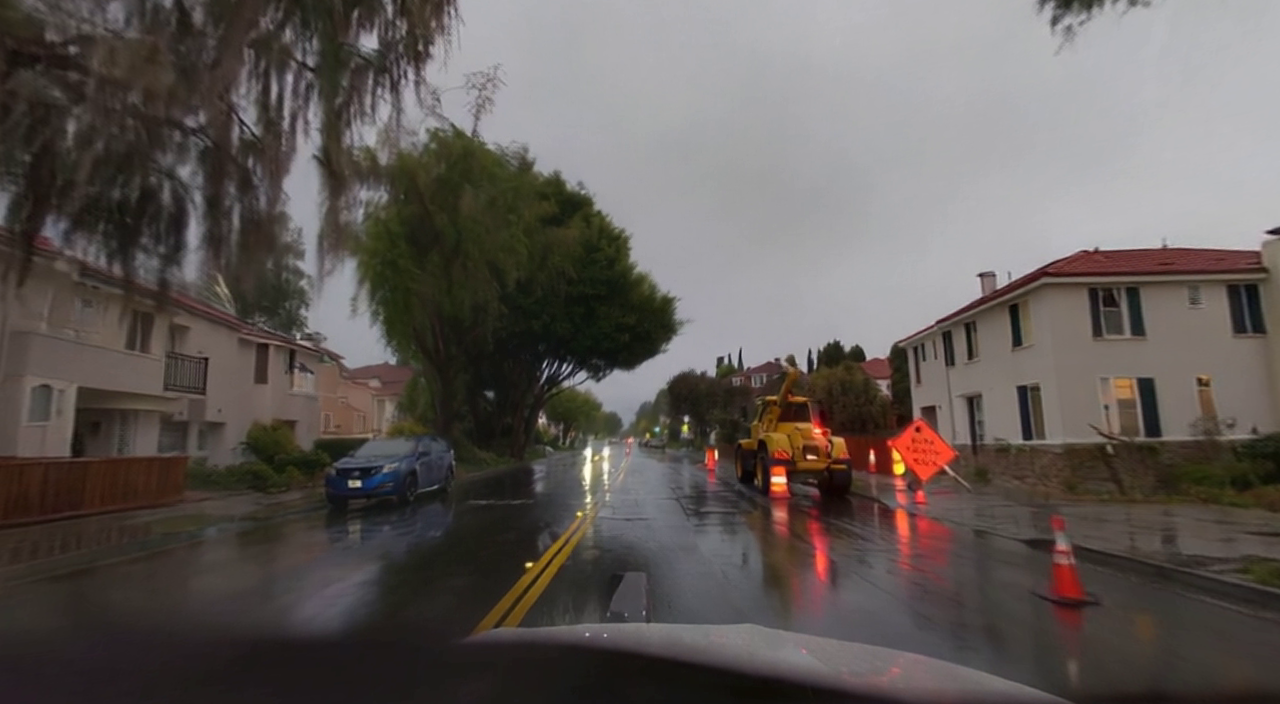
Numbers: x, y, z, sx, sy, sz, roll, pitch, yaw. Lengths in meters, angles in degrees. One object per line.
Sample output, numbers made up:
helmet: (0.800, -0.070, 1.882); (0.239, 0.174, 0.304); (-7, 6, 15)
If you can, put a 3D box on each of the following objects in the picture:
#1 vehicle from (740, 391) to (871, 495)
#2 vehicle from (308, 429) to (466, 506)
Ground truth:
vehicle: (4.497, 2.569, 17.848); (2.501, 2.613, 3.505); (1, -8, -5)
vehicle: (-6.538, 2.994, 17.058); (2.220, 1.765, 4.799); (0, -7, 1)
